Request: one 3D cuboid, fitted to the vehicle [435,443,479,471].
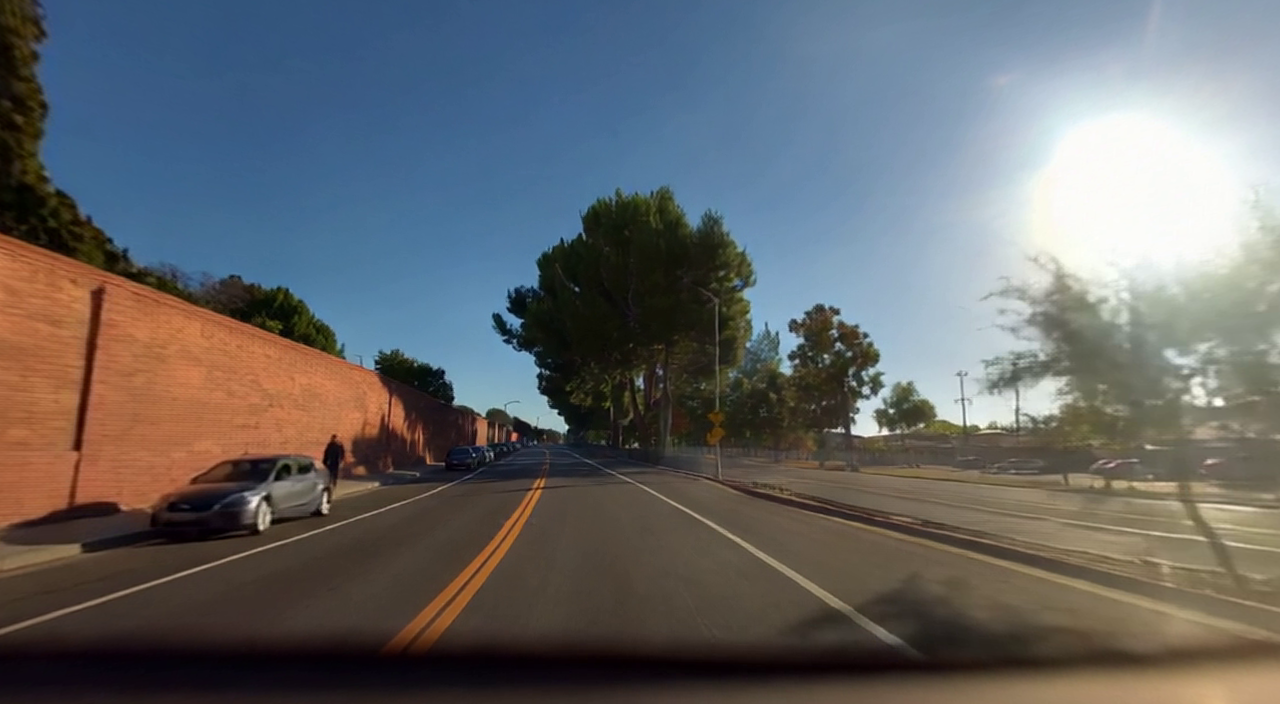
[{"bbox_3d":[-11.209,6.458,39.056,1.899,1.485,4.593,2,-8,-8],"label":"vehicle"}]

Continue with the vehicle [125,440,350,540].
[{"bbox_3d":[-7.278,2.464,12.080,1.877,1.507,4.363,2,-8,-8],"label":"vehicle"}]
